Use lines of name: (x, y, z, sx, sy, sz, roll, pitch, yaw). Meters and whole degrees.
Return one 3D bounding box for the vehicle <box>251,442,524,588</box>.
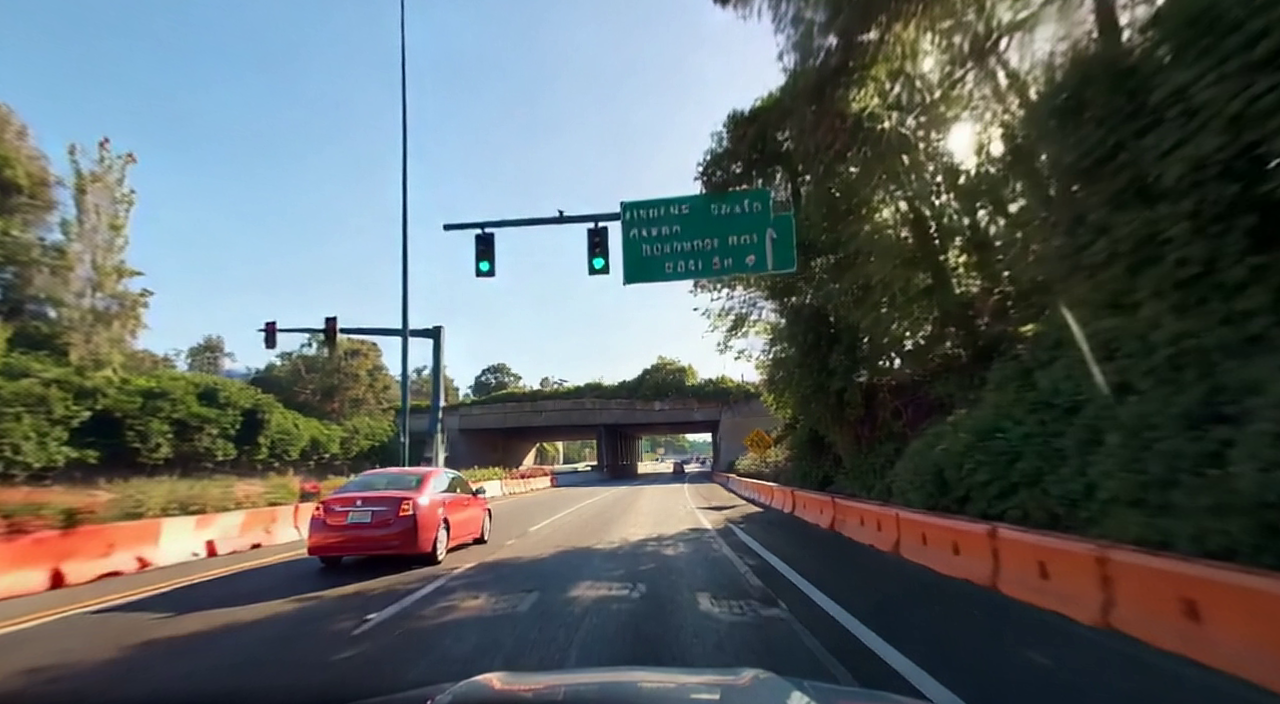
vehicle: (-2.977, 2.032, 8.463, 1.992, 1.466, 3.690, 0, -10, 2)
